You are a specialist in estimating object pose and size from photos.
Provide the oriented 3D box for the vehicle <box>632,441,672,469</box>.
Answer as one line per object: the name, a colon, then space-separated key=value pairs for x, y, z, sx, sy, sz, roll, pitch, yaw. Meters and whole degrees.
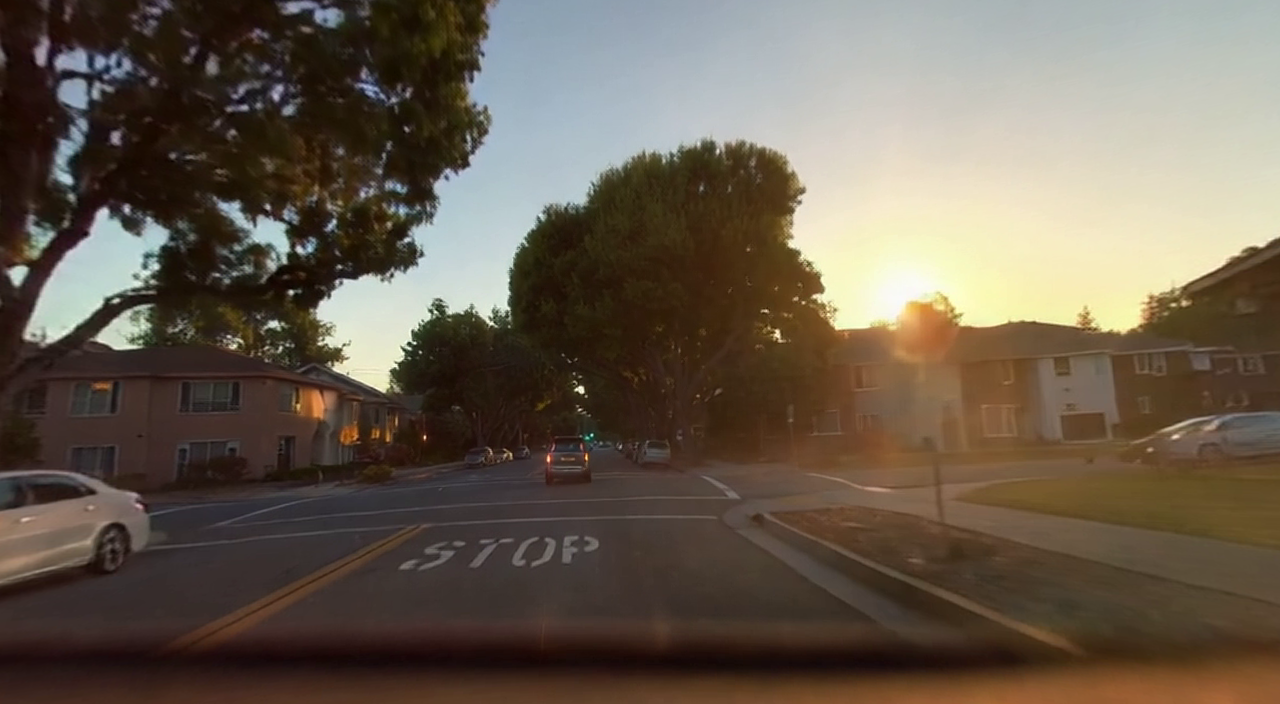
vehicle: x=0.682 y=6.282 z=38.525 sx=1.987 sy=1.608 sz=3.883 roll=1 pitch=-9 yaw=-6

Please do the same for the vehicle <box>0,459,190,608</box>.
vehicle: x=-7.538 y=1.981 z=6.988 sx=1.819 sy=1.461 sz=4.723 roll=0 pitch=-9 yaw=-3

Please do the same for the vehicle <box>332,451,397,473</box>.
vehicle: x=-19.886 y=7.919 z=45.585 sx=3.806 sy=1.501 sz=1.892 roll=0 pitch=-8 yaw=-3

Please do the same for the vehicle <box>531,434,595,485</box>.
vehicle: x=-2.811 y=4.038 z=23.886 sx=2.172 sy=1.722 sz=4.201 roll=0 pitch=-9 yaw=-4

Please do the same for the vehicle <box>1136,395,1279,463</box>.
vehicle: x=17.760 y=2.277 z=18.441 sx=4.817 sy=1.881 sz=2.002 roll=0 pitch=-9 yaw=-3
